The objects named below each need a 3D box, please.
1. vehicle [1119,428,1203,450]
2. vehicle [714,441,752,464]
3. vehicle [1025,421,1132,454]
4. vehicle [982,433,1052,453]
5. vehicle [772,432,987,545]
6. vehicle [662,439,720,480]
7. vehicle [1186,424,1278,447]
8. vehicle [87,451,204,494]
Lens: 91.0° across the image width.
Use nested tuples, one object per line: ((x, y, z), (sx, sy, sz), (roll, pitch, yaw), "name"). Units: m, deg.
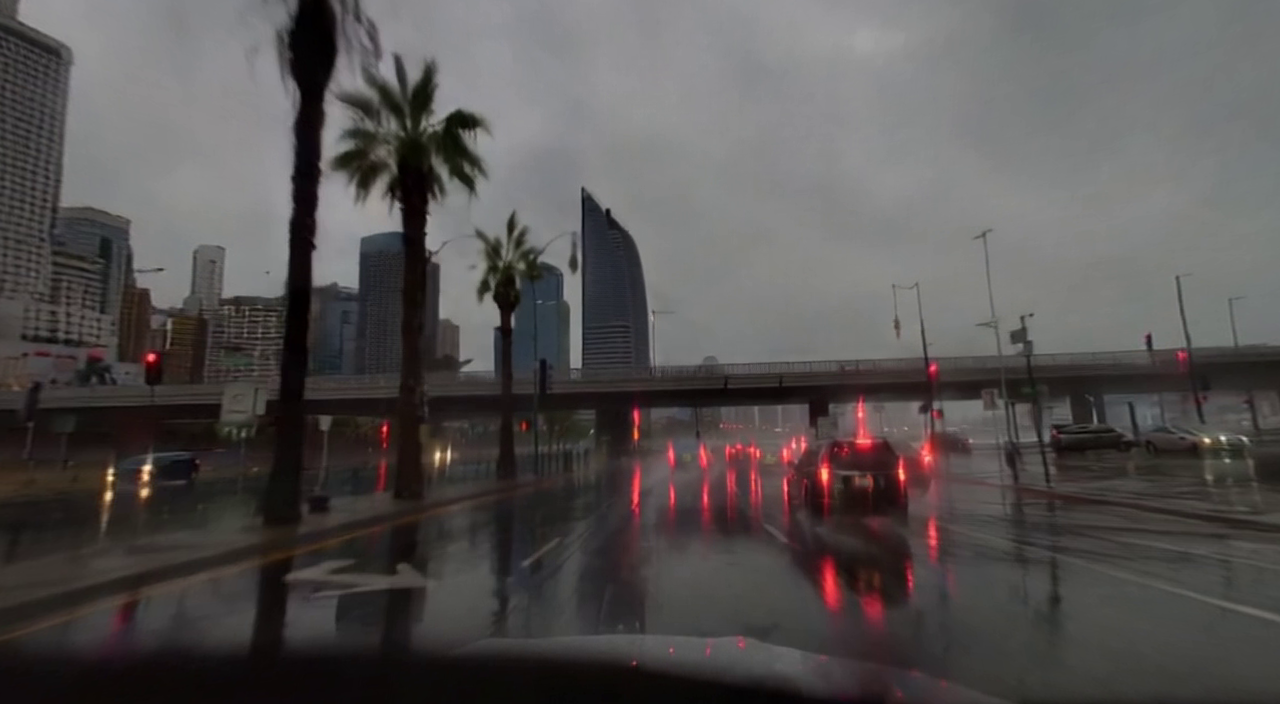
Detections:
((35.973, 6.023, 43.501), (4.535, 1.480, 1.882), (1, -9, -11), "vehicle")
((6.599, 7.092, 44.413), (2.134, 1.492, 4.674), (-3, -9, 14), "vehicle")
((29.364, 5.757, 42.236), (5.771, 2.019, 2.293), (0, -9, -10), "vehicle")
((29.863, 7.228, 49.904), (4.487, 1.474, 1.943), (1, -9, -10), "vehicle")
((3.773, 2.238, 11.063), (2.051, 1.509, 4.933), (-1, -9, 3), "vehicle")
((2.160, 4.375, 25.761), (2.077, 1.518, 3.760), (-2, -9, 9), "vehicle")
((42.137, 5.933, 44.798), (5.097, 1.557, 1.900), (1, -9, -9), "vehicle")
((-23.910, 5.802, 30.703), (2.106, 1.791, 4.618), (-1, -9, -3), "vehicle")
